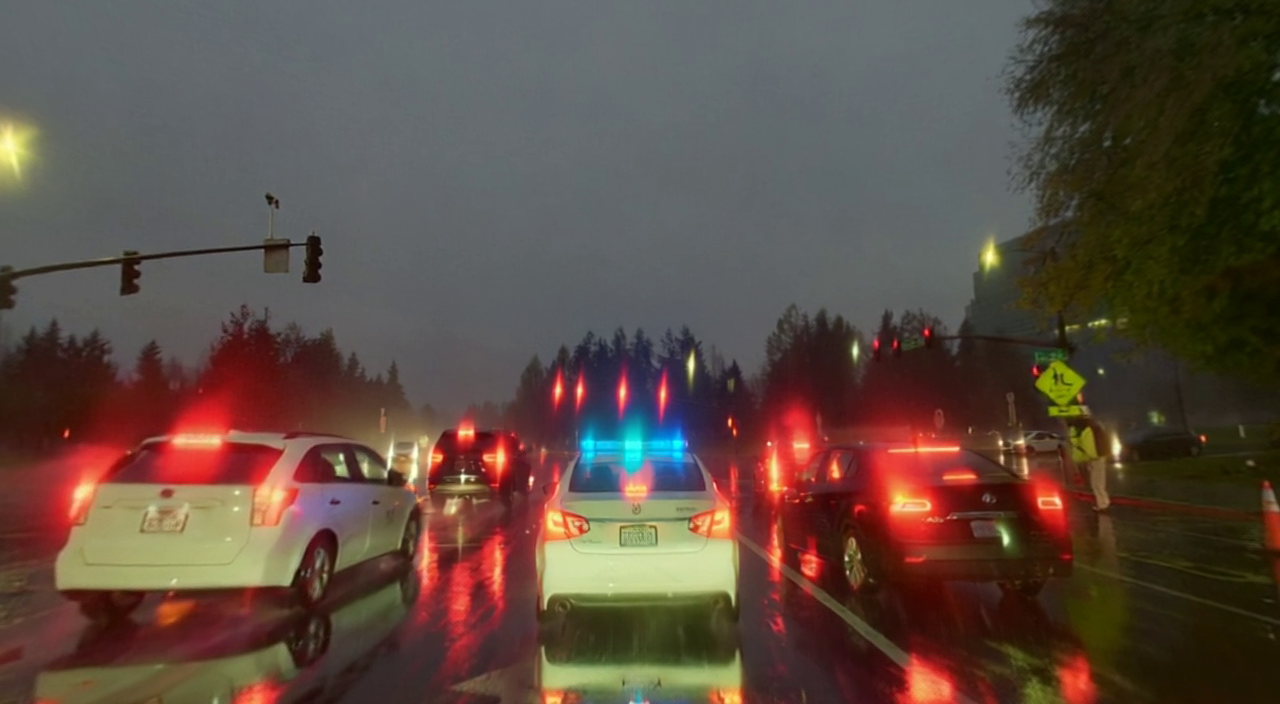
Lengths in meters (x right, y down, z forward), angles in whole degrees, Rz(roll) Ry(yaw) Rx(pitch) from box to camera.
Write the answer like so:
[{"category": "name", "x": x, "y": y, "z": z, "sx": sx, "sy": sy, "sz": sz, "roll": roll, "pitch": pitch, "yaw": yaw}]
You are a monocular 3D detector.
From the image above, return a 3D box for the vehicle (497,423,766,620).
[{"category": "vehicle", "x": -0.116, "y": 1.629, "z": 7.080, "sx": 2.061, "sy": 1.486, "sz": 4.332, "roll": 0, "pitch": -8, "yaw": -1}]

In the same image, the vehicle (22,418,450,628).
[{"category": "vehicle", "x": -3.601, "y": 1.562, "z": 6.708, "sx": 1.863, "sy": 1.526, "sz": 4.006, "roll": 0, "pitch": -9, "yaw": 0}]

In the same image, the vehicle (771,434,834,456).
[{"category": "vehicle", "x": 12.490, "y": 7.186, "z": 48.579, "sx": 4.211, "sy": 1.659, "sz": 1.983, "roll": 2, "pitch": -9, "yaw": -12}]

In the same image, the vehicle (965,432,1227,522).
[{"category": "vehicle", "x": 9.354, "y": 2.580, "z": 13.582, "sx": 1.957, "sy": 1.576, "sz": 4.670, "roll": 0, "pitch": -9, "yaw": -3}]
